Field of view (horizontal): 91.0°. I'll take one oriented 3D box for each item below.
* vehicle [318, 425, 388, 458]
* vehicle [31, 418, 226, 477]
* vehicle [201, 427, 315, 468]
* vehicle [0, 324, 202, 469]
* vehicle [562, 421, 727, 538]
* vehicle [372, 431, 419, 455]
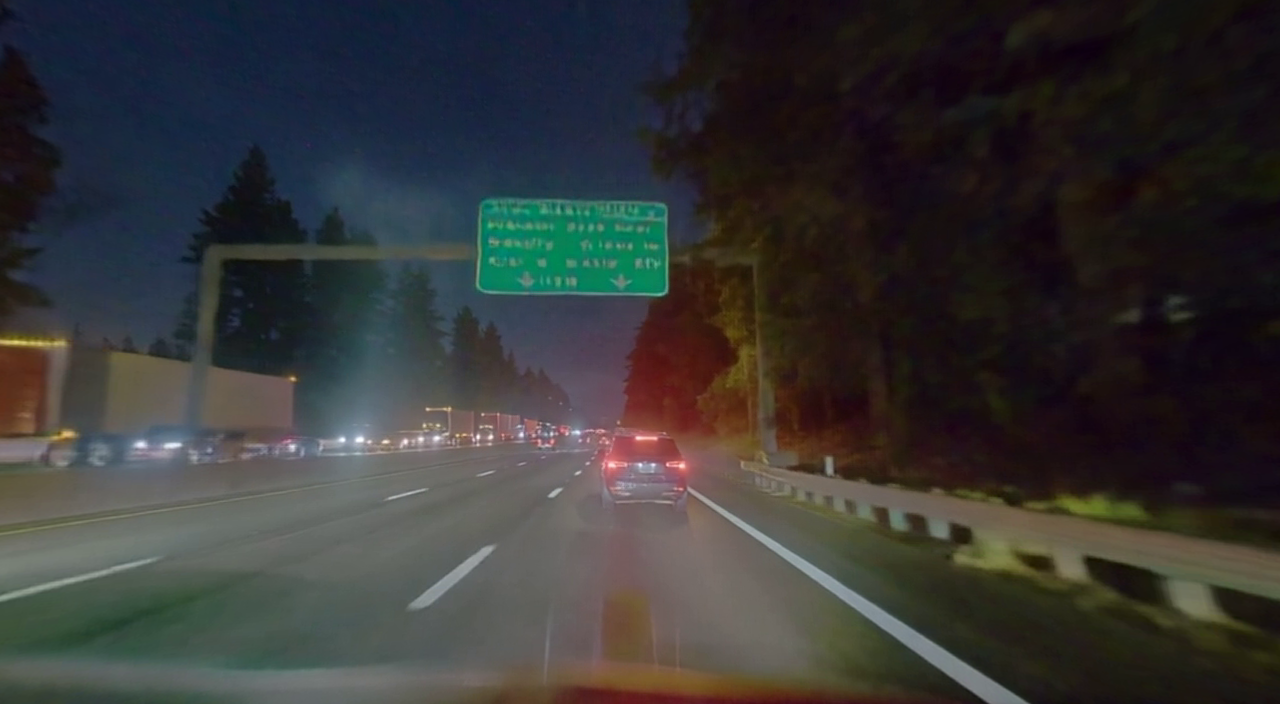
[{"bbox_3d":[-15.475,4.857,34.199,1.895,1.683,4.224,0,-8,-2],"label":"vehicle"},{"bbox_3d":[-14.629,2.776,18.451,1.921,1.507,4.664,0,-8,-2],"label":"vehicle"},{"bbox_3d":[-15.092,3.793,25.167,1.903,1.473,4.391,0,-8,-2],"label":"vehicle"},{"bbox_3d":[-18.831,1.576,19.557,3.032,3.845,10.740,0,-8,-3],"label":"vehicle"},{"bbox_3d":[-0.022,1.956,10.372,2.127,1.497,4.445,0,-8,-2],"label":"vehicle"},{"bbox_3d":[-16.118,6.008,41.615,1.773,1.481,3.722,0,-8,-2],"label":"vehicle"}]
